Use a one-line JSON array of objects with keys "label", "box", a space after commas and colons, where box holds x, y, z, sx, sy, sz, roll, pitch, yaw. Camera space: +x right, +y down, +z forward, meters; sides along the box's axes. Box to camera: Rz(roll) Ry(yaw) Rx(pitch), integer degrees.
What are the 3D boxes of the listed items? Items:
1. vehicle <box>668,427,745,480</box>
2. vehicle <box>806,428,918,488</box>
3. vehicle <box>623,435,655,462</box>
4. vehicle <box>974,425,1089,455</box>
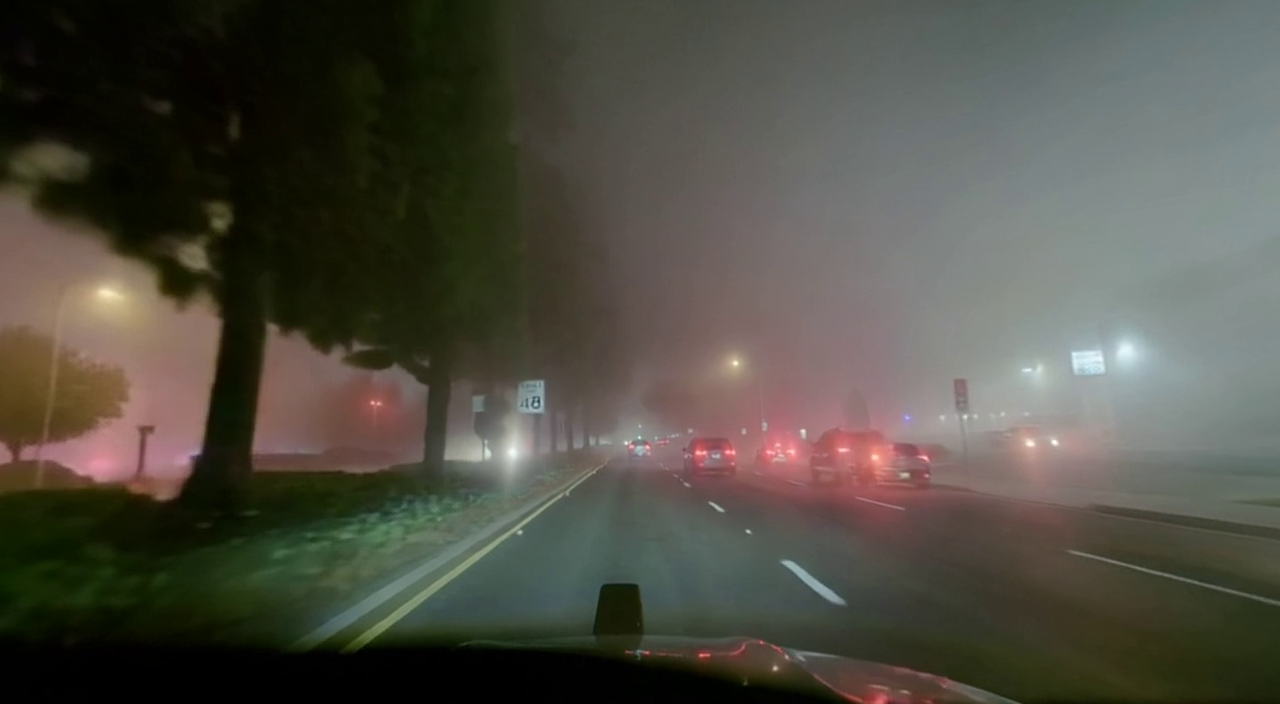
[{"label": "vehicle", "box": [2.377, 3.795, 23.907, 2.227, 1.794, 4.457, 0, -8, -3]}, {"label": "vehicle", "box": [6.992, 3.381, 20.420, 2.025, 1.719, 4.161, 0, -8, -1]}, {"label": "vehicle", "box": [-0.060, 6.577, 43.079, 2.132, 1.693, 3.819, 0, -8, 0]}, {"label": "vehicle", "box": [20.625, 4.665, 33.473, 4.608, 1.533, 2.193, 0, -8, 0]}]
